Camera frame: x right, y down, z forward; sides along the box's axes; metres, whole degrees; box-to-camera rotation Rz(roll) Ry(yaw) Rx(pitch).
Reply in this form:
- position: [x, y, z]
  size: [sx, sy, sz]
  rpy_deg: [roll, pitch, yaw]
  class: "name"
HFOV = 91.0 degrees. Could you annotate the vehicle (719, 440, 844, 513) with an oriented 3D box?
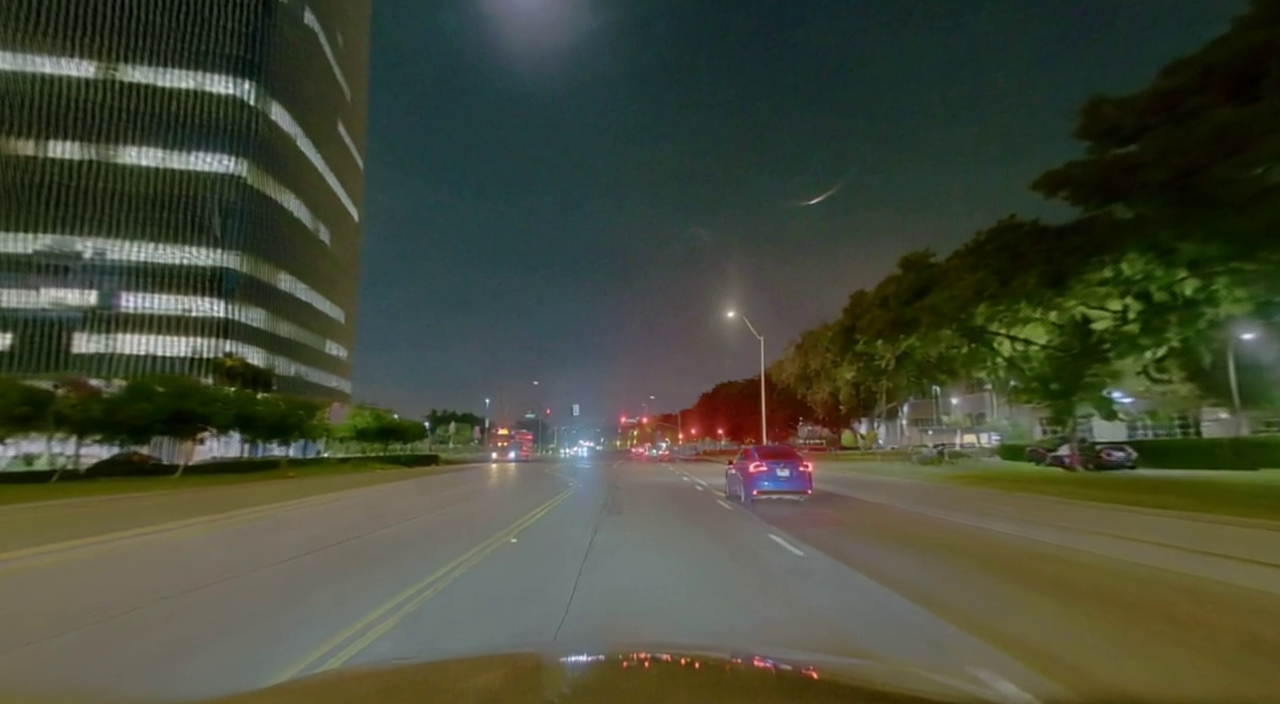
- position: [3.231, 2.927, 15.294]
  size: [1.993, 1.501, 4.127]
  rpy_deg: [0, -9, -1]
  class: "vehicle"
